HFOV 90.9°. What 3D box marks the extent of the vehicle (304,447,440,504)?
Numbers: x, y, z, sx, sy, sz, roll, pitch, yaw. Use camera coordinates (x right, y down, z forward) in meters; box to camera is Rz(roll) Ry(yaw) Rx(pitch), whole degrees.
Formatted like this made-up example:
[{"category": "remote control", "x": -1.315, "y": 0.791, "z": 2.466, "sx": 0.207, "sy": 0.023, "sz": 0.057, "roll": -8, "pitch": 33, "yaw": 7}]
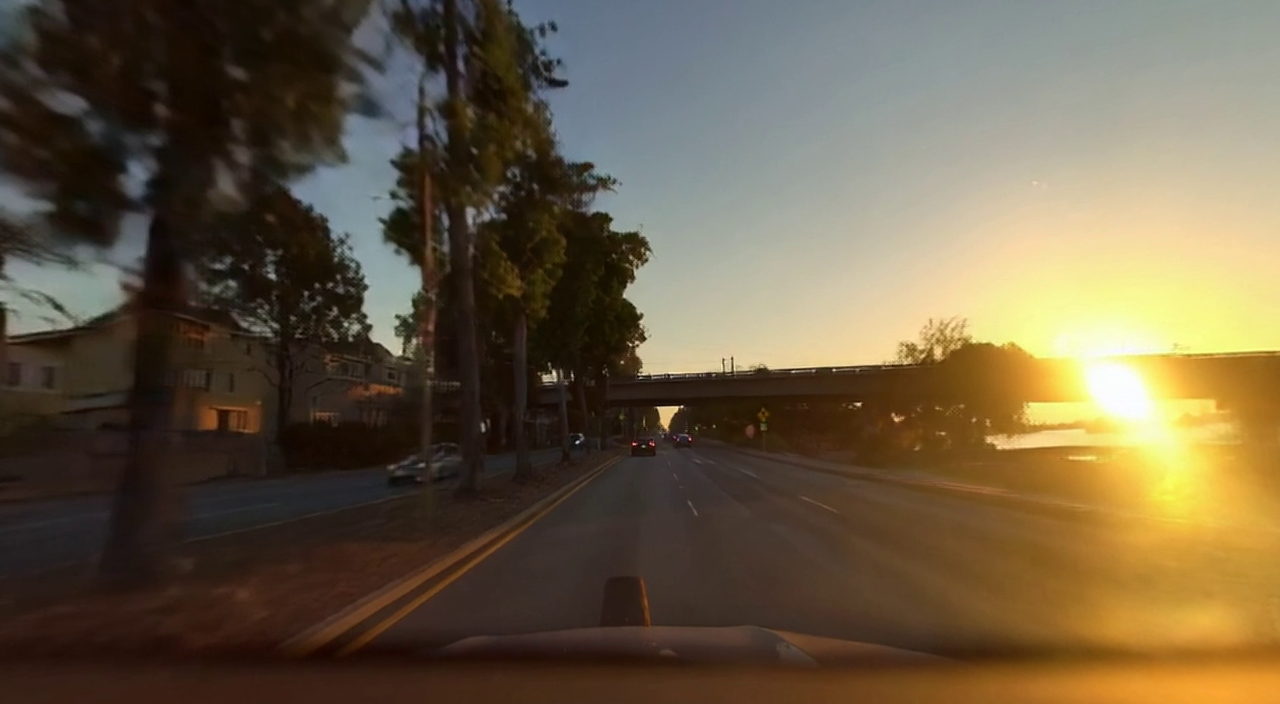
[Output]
[{"category": "vehicle", "x": -7.894, "y": 3.681, "z": 19.222, "sx": 1.986, "sy": 1.475, "sz": 4.990, "roll": -1, "pitch": -9, "yaw": 0}]
